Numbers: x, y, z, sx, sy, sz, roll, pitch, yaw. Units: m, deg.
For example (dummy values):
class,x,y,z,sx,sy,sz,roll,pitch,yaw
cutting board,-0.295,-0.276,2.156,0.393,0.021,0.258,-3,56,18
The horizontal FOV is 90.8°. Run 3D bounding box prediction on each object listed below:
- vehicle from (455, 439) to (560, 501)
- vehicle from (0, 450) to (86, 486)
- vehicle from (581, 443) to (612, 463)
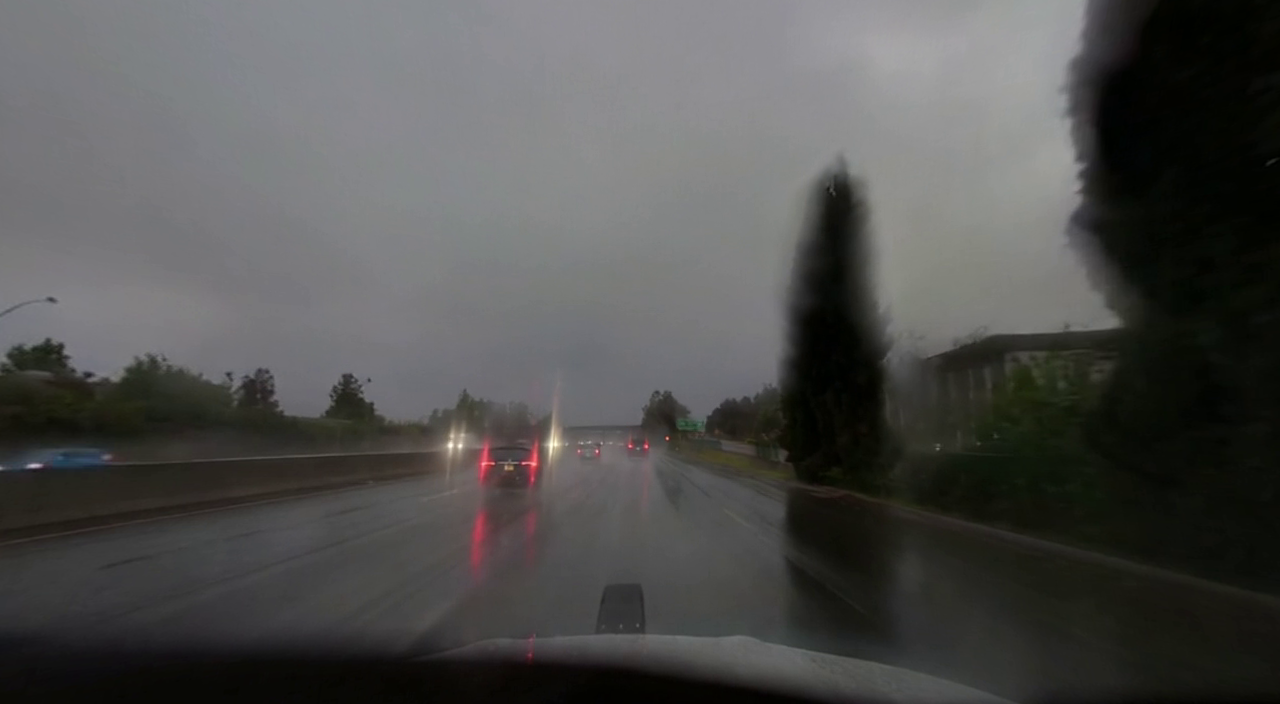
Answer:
class,x,y,z,sx,sy,sz,roll,pitch,yaw
vehicle,-3.393,3.104,17.032,1.920,1.463,4.134,0,-9,0
vehicle,-32.377,6.073,33.385,1.906,1.695,4.579,0,-9,1
vehicle,-3.327,7.881,49.407,2.086,1.460,4.301,0,-9,0
